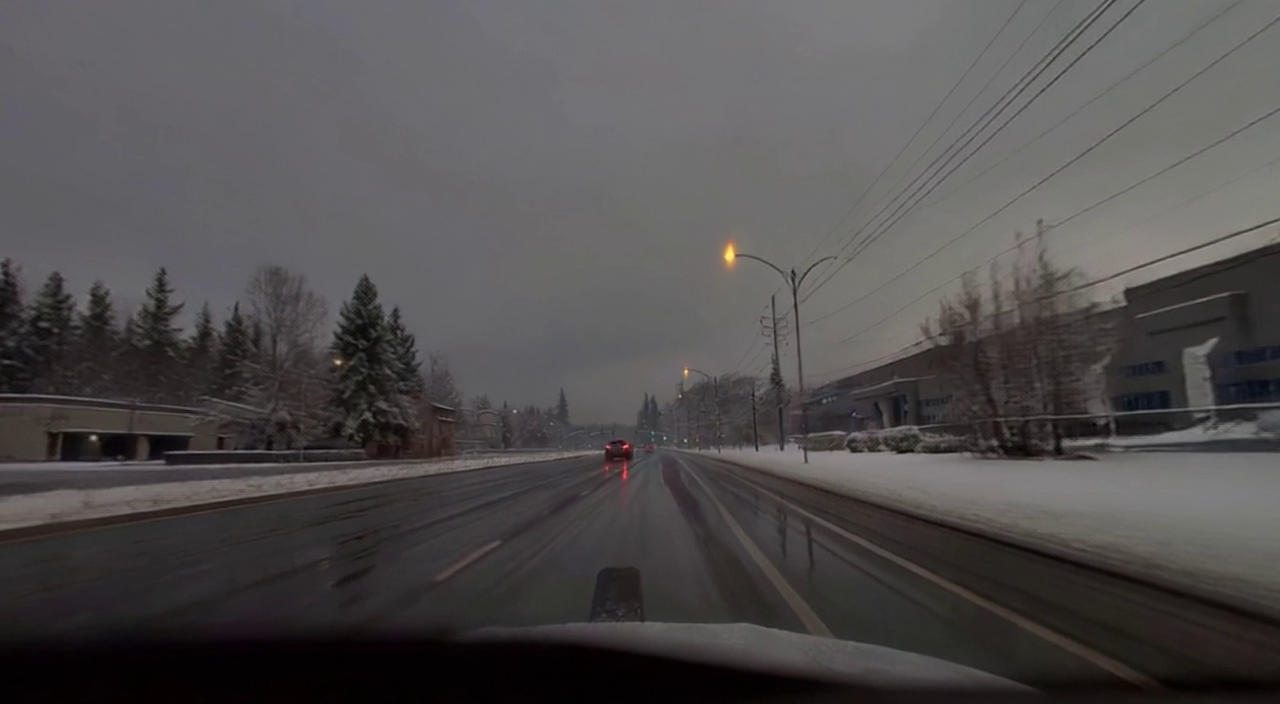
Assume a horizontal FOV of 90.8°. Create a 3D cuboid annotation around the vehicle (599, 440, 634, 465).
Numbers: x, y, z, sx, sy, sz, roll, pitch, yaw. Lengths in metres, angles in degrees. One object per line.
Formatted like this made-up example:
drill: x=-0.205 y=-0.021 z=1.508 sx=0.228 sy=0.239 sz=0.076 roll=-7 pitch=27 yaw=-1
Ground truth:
vehicle: x=-1.607 y=7.171 z=45.054 sx=2.121 sy=1.654 sz=3.993 roll=0 pitch=-9 yaw=3
